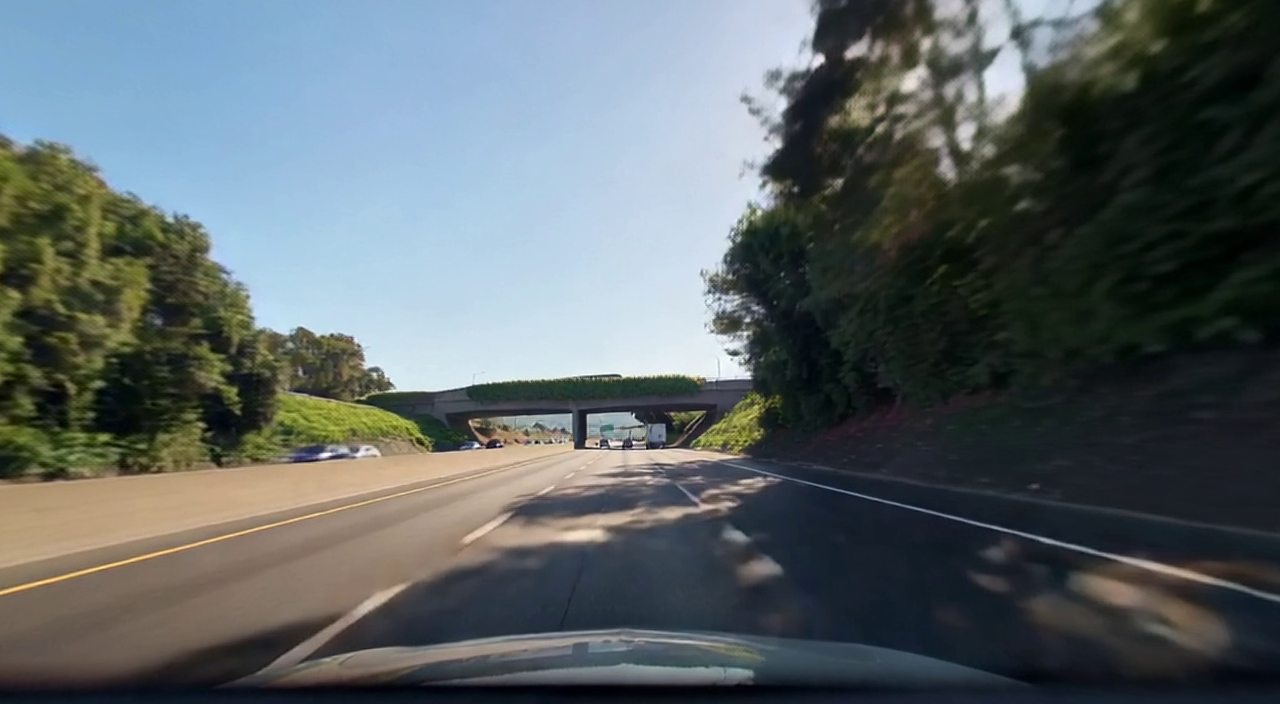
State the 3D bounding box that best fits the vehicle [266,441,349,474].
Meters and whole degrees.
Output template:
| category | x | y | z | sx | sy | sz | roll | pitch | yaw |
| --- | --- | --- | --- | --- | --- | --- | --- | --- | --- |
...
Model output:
| category | x | y | z | sx | sy | sz | roll | pitch | yaw |
| --- | --- | --- | --- | --- | --- | --- | --- | --- | --- |
| vehicle | -16.702 | 5.290 | 31.963 | 1.847 | 1.481 | 4.445 | 0 | -8 | -1 |
